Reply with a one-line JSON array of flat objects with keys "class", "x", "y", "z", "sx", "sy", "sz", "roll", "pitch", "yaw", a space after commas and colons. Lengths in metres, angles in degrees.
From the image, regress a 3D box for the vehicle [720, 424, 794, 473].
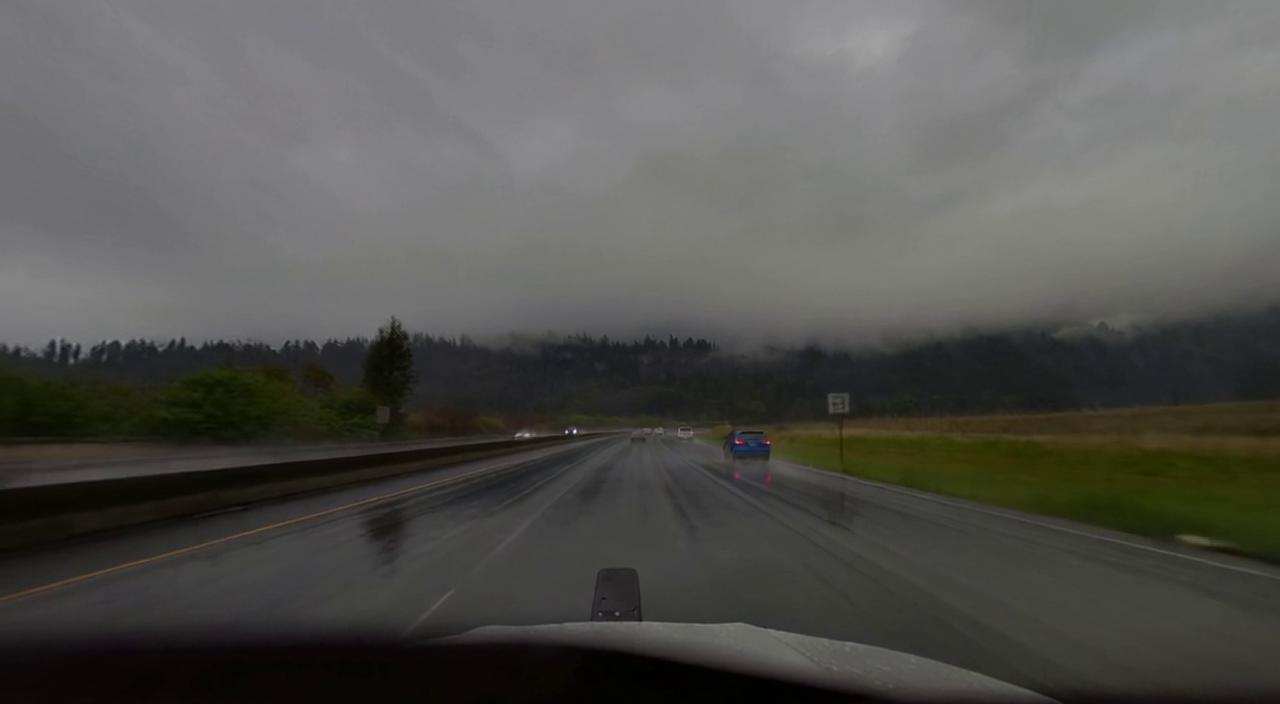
[{"class": "vehicle", "x": 3.925, "y": 3.288, "z": 21.676, "sx": 1.765, "sy": 1.510, "sz": 3.762, "roll": 0, "pitch": -8, "yaw": -1}]
